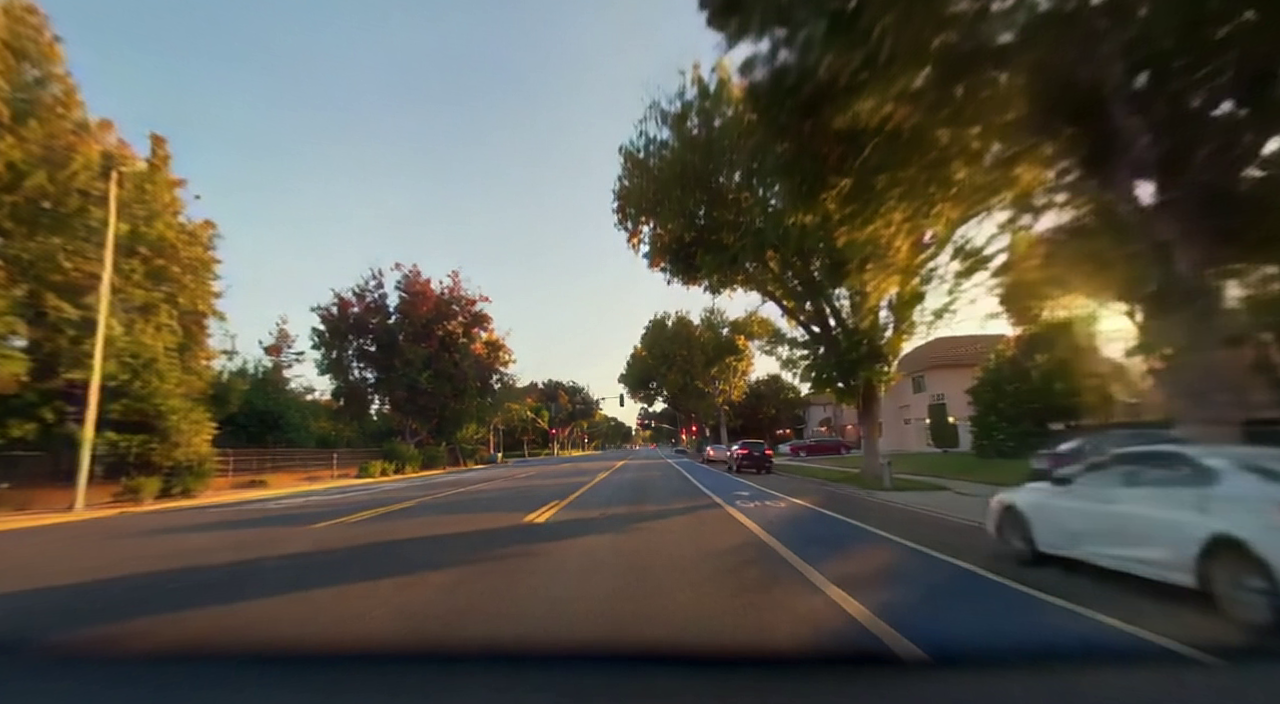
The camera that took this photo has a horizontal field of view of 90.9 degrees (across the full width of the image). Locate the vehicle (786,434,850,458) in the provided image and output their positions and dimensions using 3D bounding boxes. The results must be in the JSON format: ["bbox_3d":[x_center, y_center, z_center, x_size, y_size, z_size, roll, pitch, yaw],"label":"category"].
[{"bbox_3d":[13.662,7.251,48.609,4.283,1.750,2.227,0,-9,3],"label":"vehicle"}]

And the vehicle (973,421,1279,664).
[{"bbox_3d":[4.994,1.358,5.085,2.032,1.478,5.040,0,-9,2],"label":"vehicle"}]

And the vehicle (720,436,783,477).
[{"bbox_3d":[5.132,4.898,29.699,2.069,1.743,4.595,0,-9,0],"label":"vehicle"}]
